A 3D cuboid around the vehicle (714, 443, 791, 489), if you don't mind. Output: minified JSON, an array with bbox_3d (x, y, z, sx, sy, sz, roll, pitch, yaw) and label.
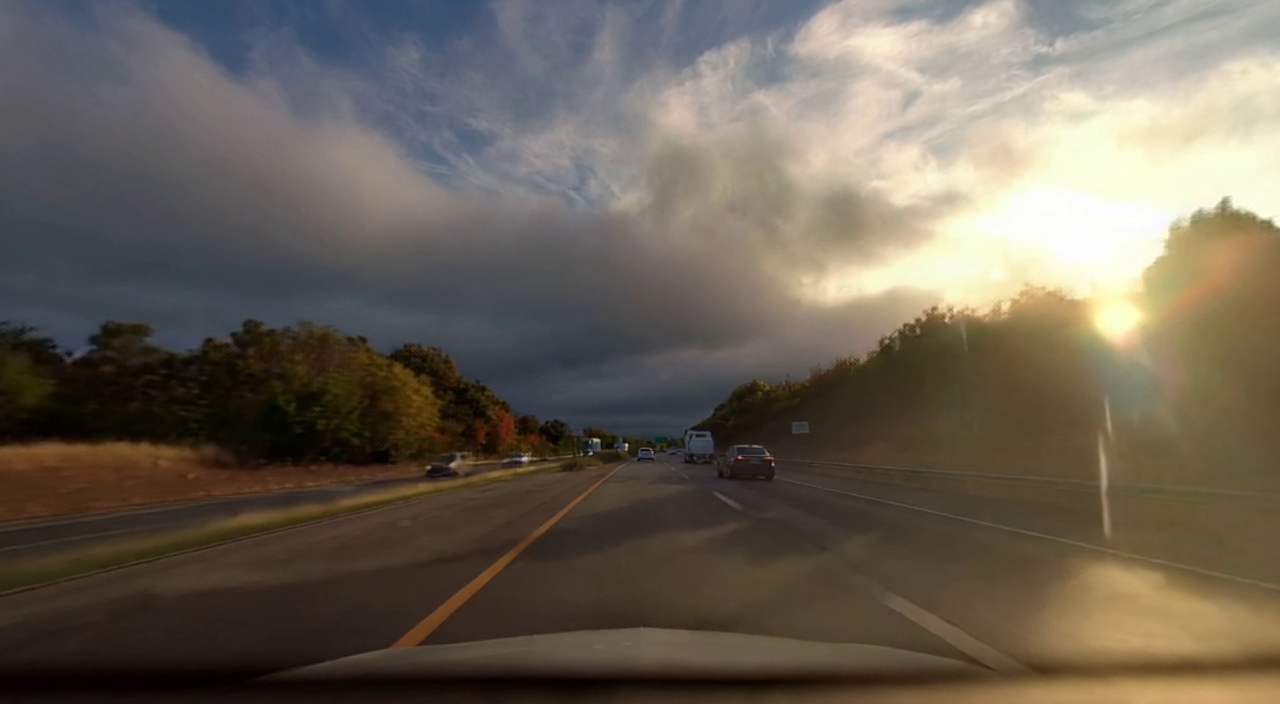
[{"bbox_3d":[4.010,4.135,23.162,2.043,1.542,3.881,0,-9,-1],"label":"vehicle"}]
